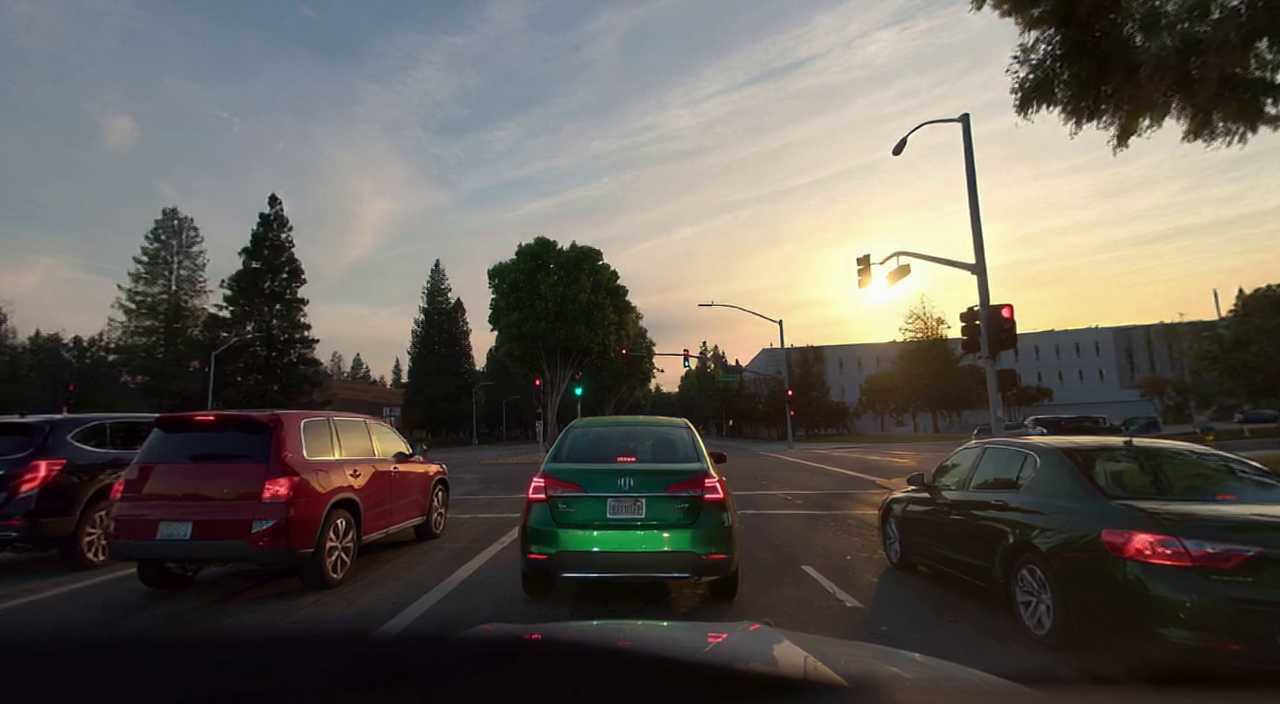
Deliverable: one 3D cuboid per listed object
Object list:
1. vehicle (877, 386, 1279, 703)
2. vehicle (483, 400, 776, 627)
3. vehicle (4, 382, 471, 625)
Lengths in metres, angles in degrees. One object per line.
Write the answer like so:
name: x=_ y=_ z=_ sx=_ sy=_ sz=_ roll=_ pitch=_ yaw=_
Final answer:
vehicle: x=3.591 y=1.200 z=4.609 sx=2.010 sy=1.486 sz=4.498 roll=0 pitch=-8 yaw=1
vehicle: x=-0.052 y=1.402 z=6.305 sx=2.047 sy=1.579 sz=3.642 roll=0 pitch=-8 yaw=1
vehicle: x=-3.563 y=1.423 z=6.845 sx=2.014 sy=1.755 sz=4.360 roll=0 pitch=-8 yaw=3
